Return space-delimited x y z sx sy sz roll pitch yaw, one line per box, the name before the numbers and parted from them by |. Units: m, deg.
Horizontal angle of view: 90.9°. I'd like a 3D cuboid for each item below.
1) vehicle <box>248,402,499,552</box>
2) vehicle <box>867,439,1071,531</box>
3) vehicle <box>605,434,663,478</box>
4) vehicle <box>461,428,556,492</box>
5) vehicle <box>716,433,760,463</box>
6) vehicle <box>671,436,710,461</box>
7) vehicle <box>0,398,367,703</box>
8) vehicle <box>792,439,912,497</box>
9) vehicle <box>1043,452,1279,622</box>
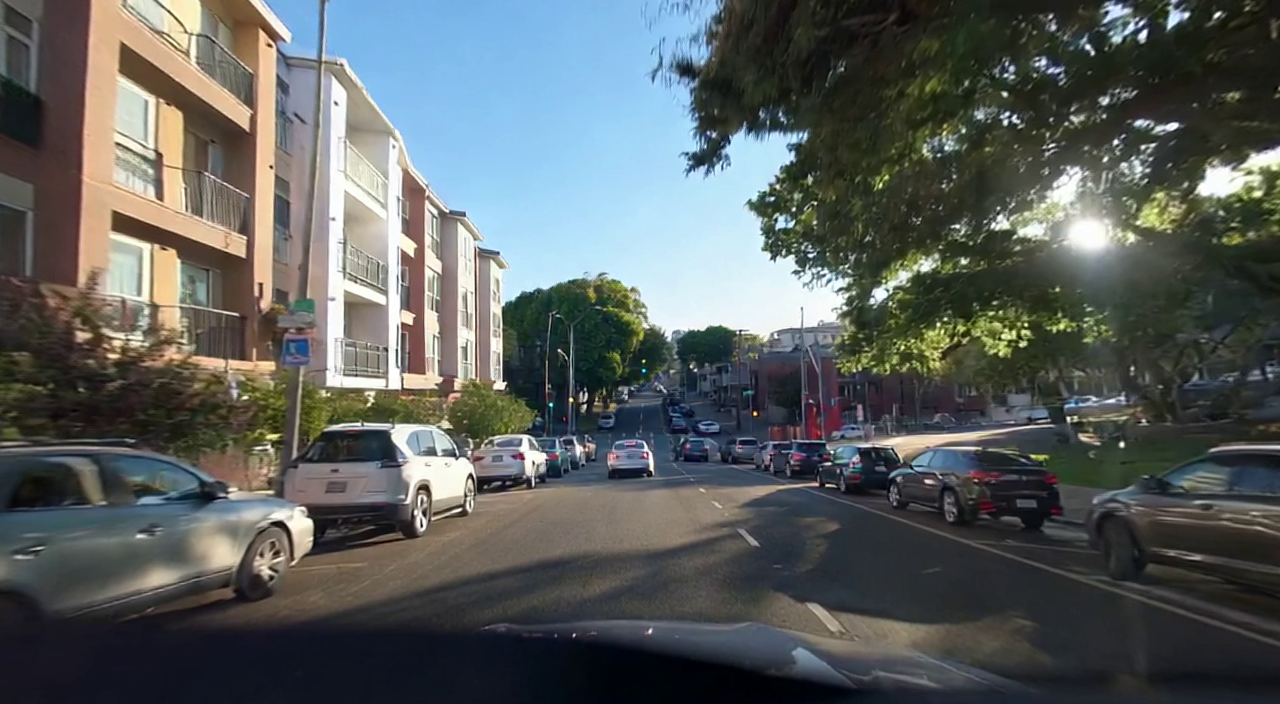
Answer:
vehicle | -3.636 1.799 9.661 1.975 1.759 4.250 0 -8 0
vehicle | 6.181 2.506 12.503 1.814 1.490 4.109 0 -8 0
vehicle | -0.227 3.798 23.139 1.923 1.460 3.923 0 -8 -1
vehicle | -3.692 3.112 18.439 1.831 1.650 3.852 0 -8 2
vehicle | 6.018 5.939 39.148 1.999 1.752 4.502 0 -8 0
vehicle | 3.113 6.101 39.874 2.055 1.450 4.676 0 -8 0
vehicle | -3.708 1.160 4.131 1.835 1.497 4.146 0 -8 2
vehicle | 6.185 3.405 19.024 1.980 1.518 4.526 0 -8 -1
vehicle | 6.071 1.703 5.842 1.757 1.316 4.632 5 -8 1
